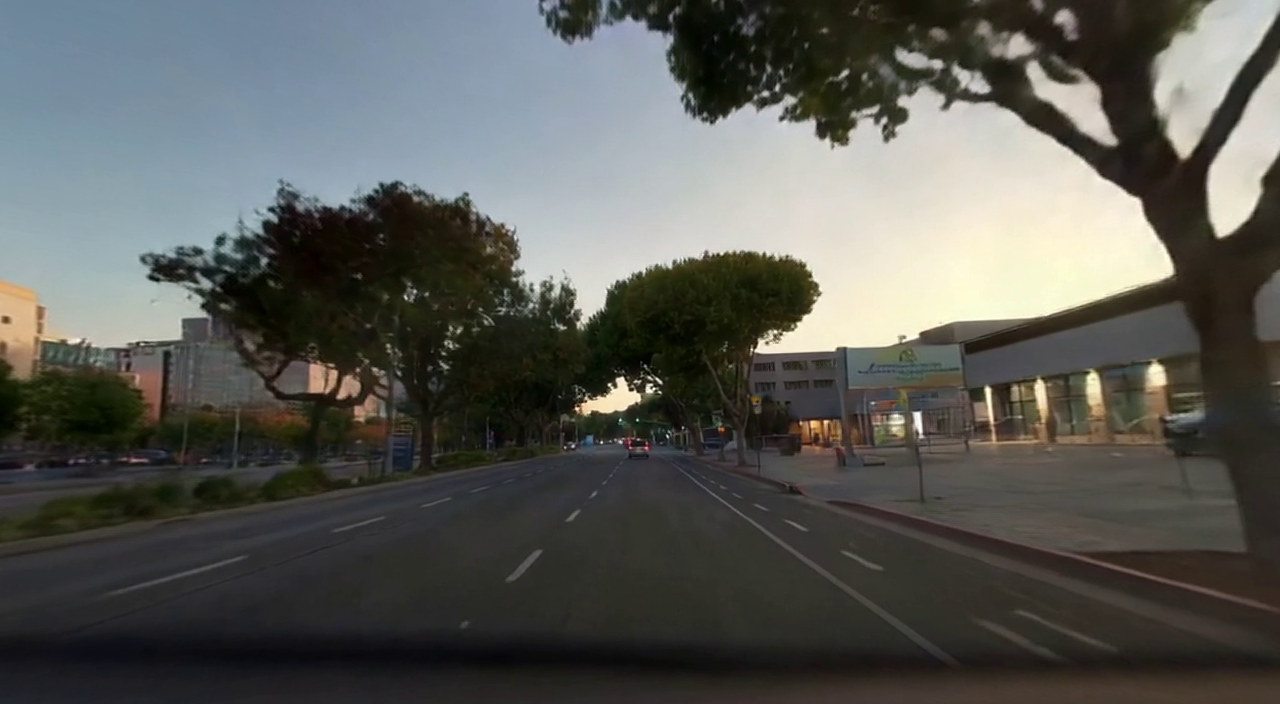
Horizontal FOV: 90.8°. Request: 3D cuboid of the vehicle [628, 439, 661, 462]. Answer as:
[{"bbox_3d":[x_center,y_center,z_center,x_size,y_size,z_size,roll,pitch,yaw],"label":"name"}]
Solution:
[{"bbox_3d":[0.249,6.604,42.388,2.115,1.461,3.976,0,-8,-1],"label":"vehicle"}]
